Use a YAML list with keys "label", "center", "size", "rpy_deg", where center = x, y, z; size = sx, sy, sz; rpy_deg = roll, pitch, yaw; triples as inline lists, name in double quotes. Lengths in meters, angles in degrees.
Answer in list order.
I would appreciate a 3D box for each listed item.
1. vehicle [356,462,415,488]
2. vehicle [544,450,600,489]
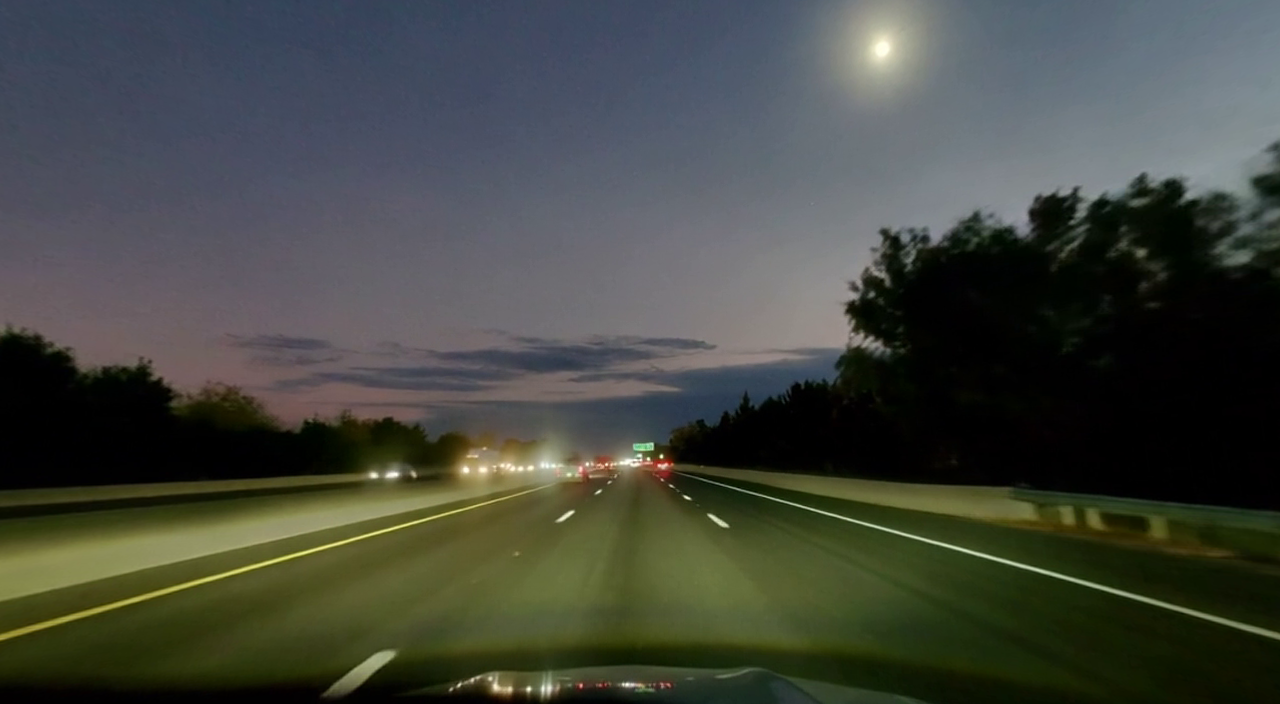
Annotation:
- label: "vehicle"
  center: [-15.654, 7.589, 38.972]
  size: [1.841, 1.497, 4.052]
  rpy_deg: [0, -10, 1]
- label: "vehicle"
  center: [-3.506, 6.220, 33.381]
  size: [2.390, 1.879, 4.423]
  rpy_deg: [1, -10, 1]
